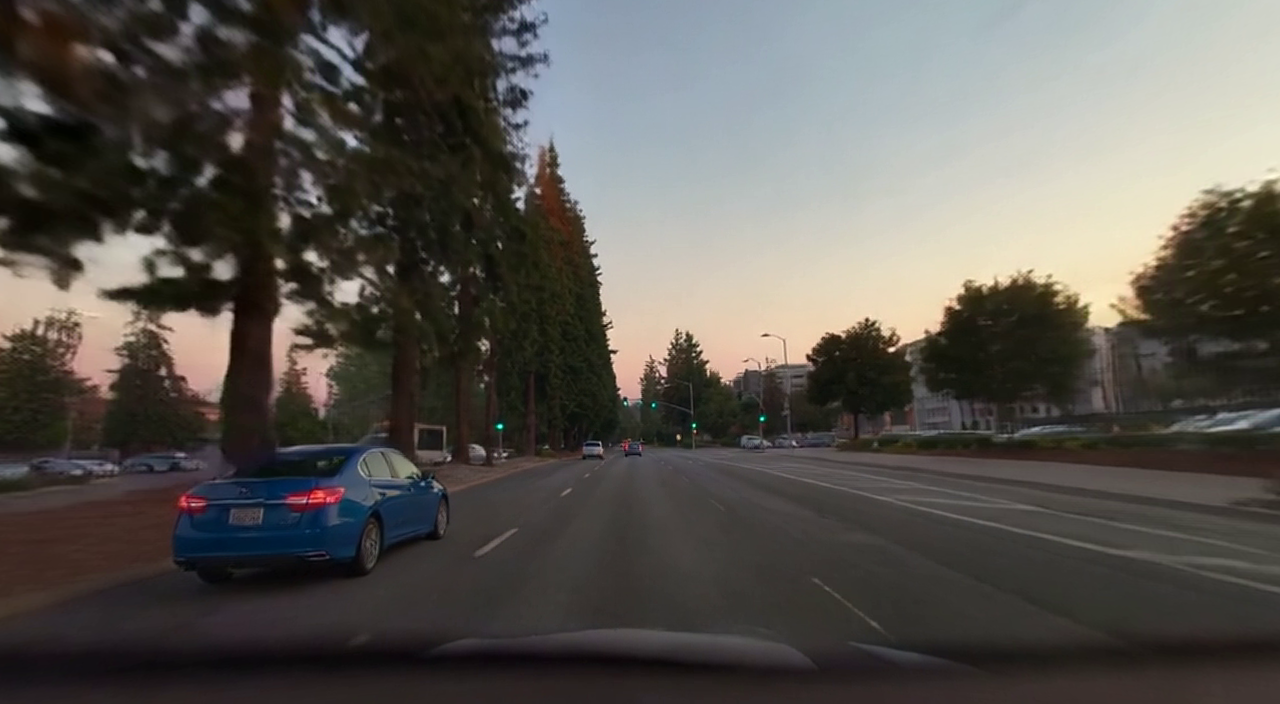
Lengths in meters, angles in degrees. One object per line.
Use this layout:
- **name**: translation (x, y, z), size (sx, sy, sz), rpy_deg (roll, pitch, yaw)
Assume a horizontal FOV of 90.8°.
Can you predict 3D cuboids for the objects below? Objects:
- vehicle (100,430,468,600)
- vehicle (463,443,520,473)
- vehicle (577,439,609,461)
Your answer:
- **vehicle**: translation (-3.643, 1.714, 7.638), size (1.905, 1.418, 4.396), rpy_deg (0, -8, 0)
- **vehicle**: translation (-7.658, 5.507, 33.059), size (1.920, 1.456, 4.534), rpy_deg (0, -8, 0)
- **vehicle**: translation (-3.571, 7.573, 48.894), size (2.103, 1.592, 4.160), rpy_deg (0, -8, 0)
